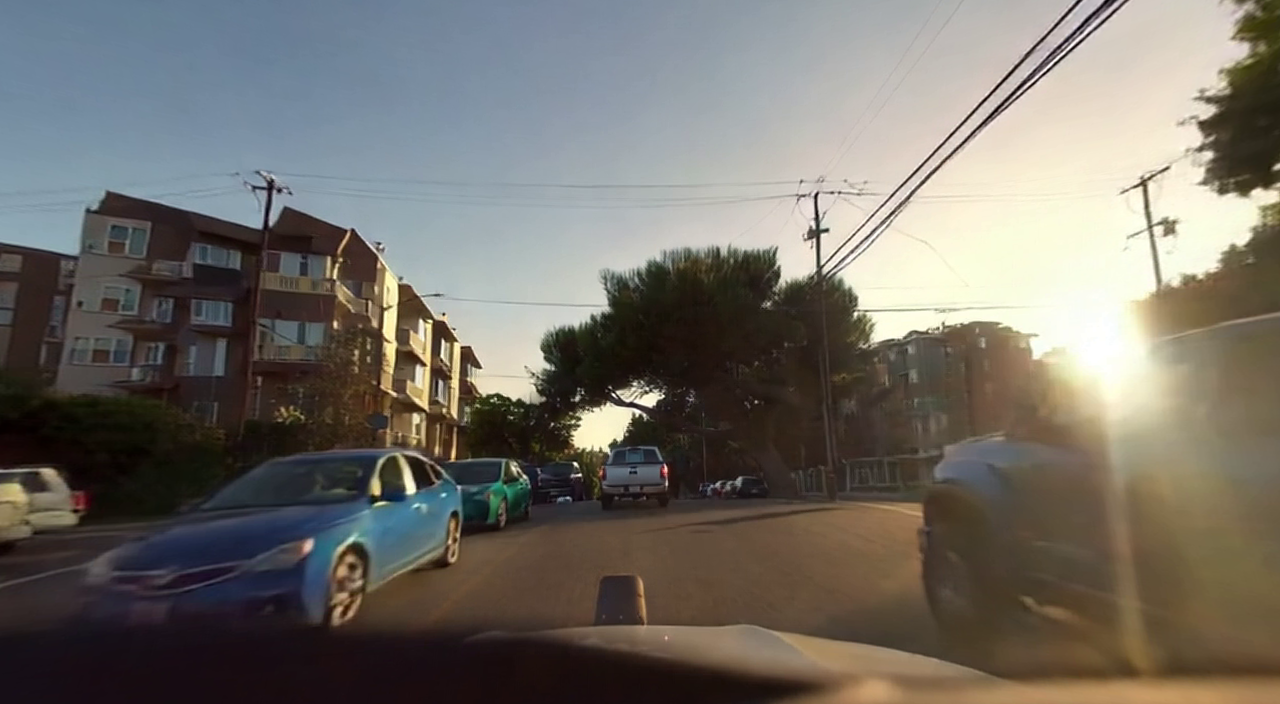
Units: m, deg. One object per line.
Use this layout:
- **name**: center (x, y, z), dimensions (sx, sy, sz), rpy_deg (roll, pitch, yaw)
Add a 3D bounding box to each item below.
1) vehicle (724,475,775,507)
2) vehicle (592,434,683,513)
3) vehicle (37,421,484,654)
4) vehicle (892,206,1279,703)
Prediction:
- **vehicle**: center (5.996, 7.666, 35.131), dimensions (2.023, 1.611, 4.614), rpy_deg (0, -10, 0)
- **vehicle**: center (-0.039, 3.463, 18.432), dimensions (2.308, 1.940, 4.125), rpy_deg (-2, -9, 1)
- **vehicle**: center (-3.086, 1.567, 6.461), dimensions (1.898, 1.539, 4.320), rpy_deg (0, -9, 0)
- **vehicle**: center (2.613, 0.586, 1.500), dimensions (2.027, 1.907, 4.736), rpy_deg (0, -9, 0)
